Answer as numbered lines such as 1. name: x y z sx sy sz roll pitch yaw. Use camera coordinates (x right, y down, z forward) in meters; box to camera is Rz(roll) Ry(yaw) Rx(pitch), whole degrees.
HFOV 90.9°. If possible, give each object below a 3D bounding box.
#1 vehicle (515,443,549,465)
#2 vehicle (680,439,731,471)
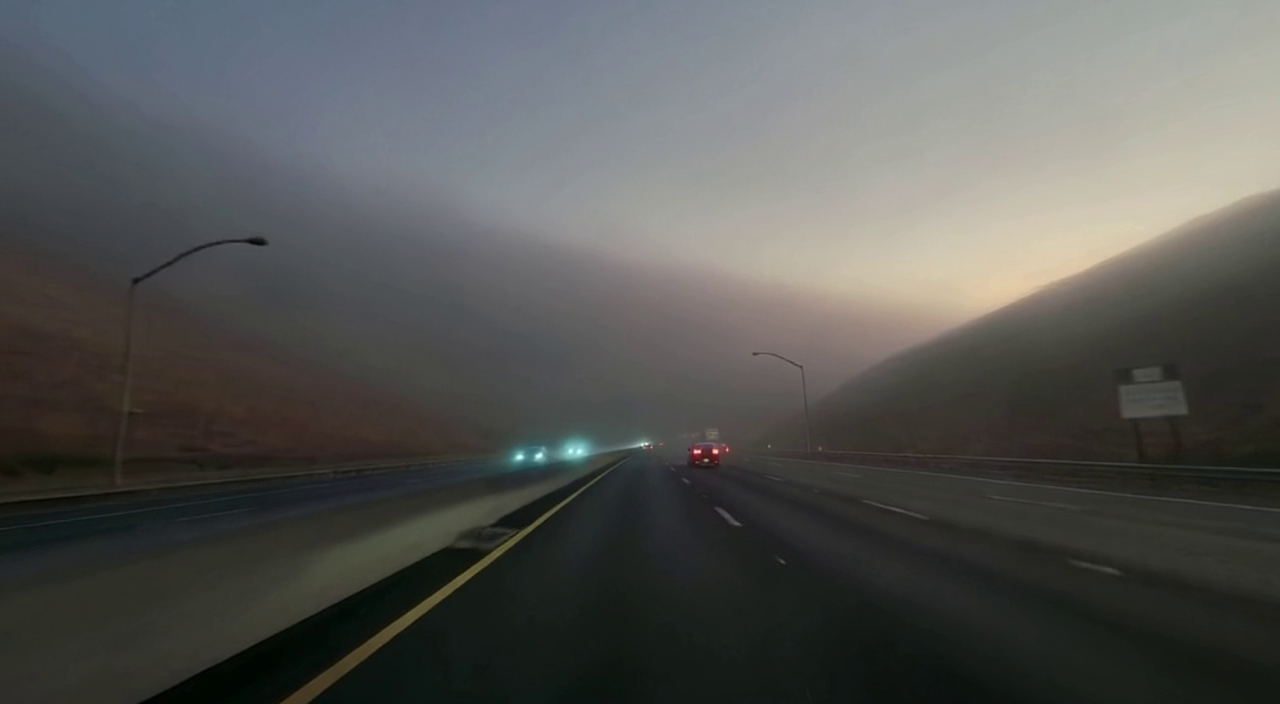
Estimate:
1. vehicle: -8.375 7.974 49.292 1.912 1.612 4.140 0 -8 1
2. vehicle: 3.141 5.062 31.113 2.044 1.444 4.216 0 -8 -1
